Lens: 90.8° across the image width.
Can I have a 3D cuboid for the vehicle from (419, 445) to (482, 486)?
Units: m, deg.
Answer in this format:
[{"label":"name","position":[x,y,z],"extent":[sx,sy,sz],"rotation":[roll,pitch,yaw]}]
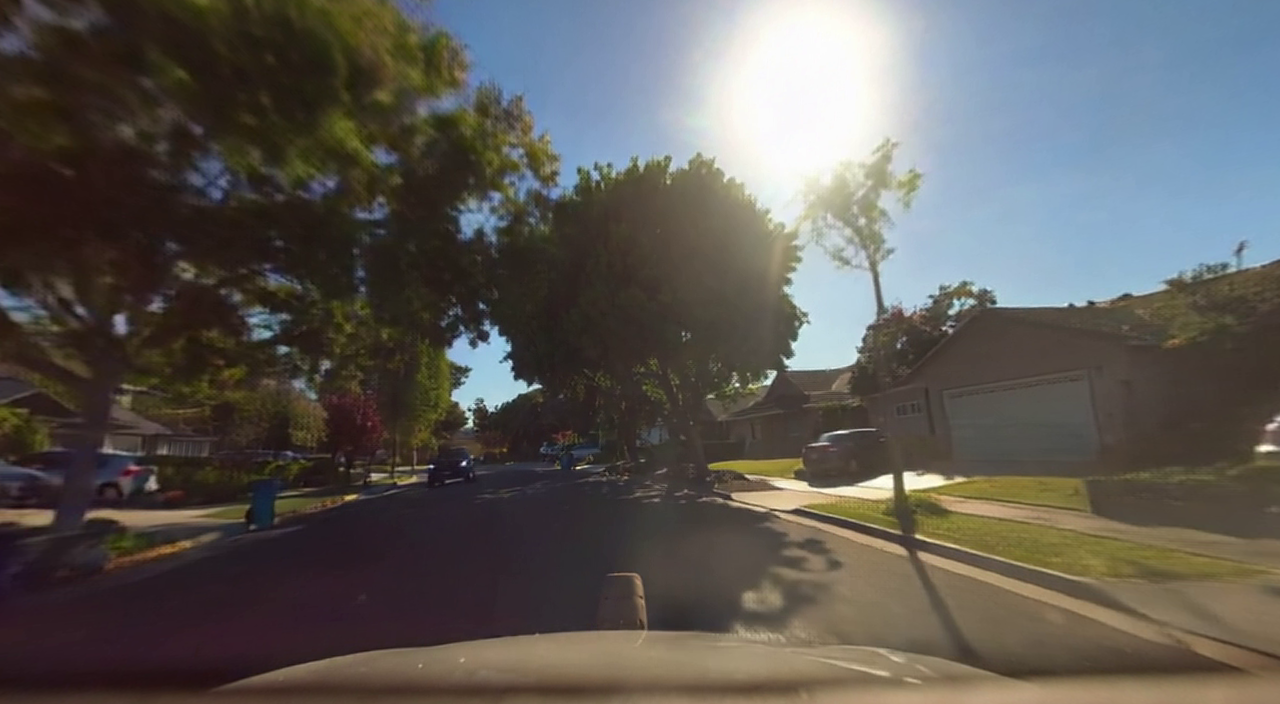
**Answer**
[{"label":"vehicle","position":[-8.939,5.354,30.169],"extent":[2.217,1.751,4.763],"rotation":[1,-9,-9]}]
